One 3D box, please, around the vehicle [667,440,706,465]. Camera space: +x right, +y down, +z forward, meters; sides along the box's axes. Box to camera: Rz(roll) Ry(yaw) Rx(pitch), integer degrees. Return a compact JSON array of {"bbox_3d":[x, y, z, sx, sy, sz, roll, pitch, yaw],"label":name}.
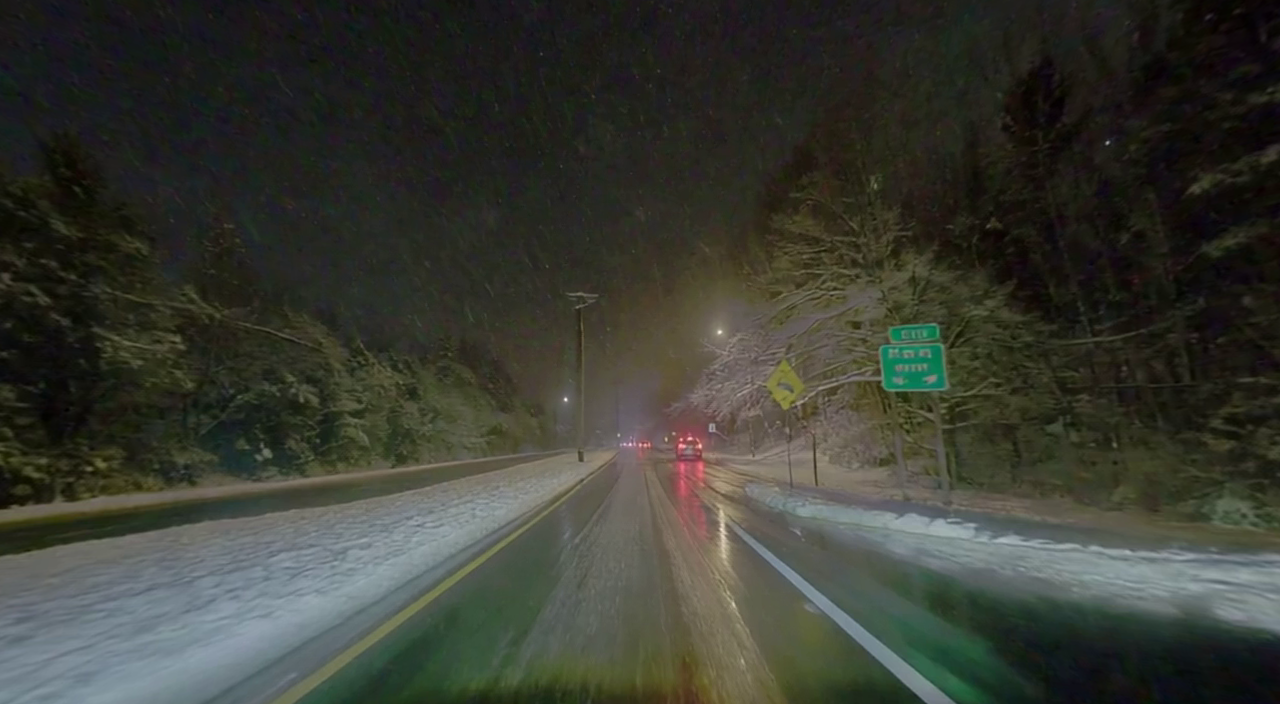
[{"bbox_3d":[3.369,7.422,46.582,2.183,1.744,4.424,0,-9,-4],"label":"vehicle"}]
